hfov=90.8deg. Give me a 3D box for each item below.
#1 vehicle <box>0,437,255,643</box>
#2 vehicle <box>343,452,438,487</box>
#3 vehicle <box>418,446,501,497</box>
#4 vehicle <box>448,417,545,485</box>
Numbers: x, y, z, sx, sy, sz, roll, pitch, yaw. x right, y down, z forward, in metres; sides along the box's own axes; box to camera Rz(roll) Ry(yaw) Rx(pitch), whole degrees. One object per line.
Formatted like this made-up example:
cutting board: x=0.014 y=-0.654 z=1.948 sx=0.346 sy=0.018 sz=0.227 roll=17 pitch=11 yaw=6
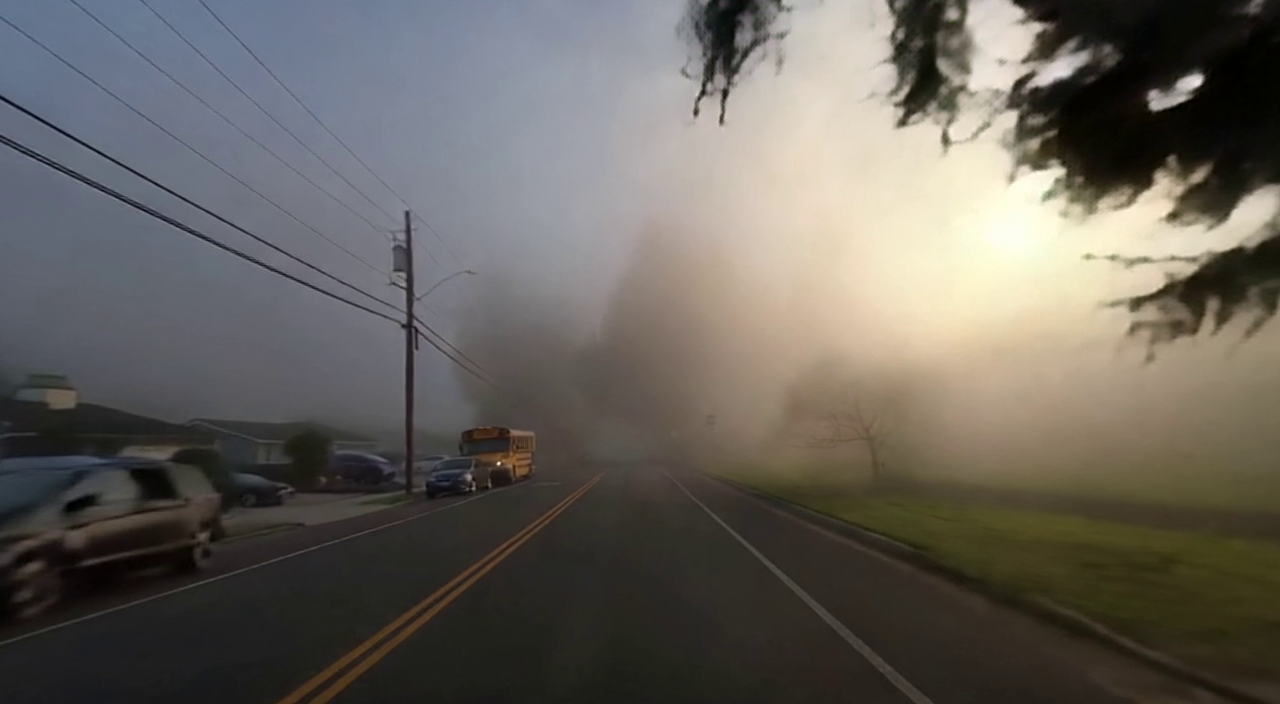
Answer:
vehicle: x=-6.636 y=1.857 z=6.856 sx=2.002 sy=1.790 sz=4.624 roll=0 pitch=-9 yaw=0
vehicle: x=-14.290 y=6.736 z=36.270 sx=4.767 sy=1.520 sz=1.940 roll=-7 pitch=-9 yaw=11
vehicle: x=-6.794 y=4.516 z=24.330 sx=2.023 sy=1.721 sz=4.418 roll=0 pitch=-9 yaw=-2
vehicle: x=-6.668 y=4.787 z=30.626 sx=2.835 sy=2.876 sz=7.091 roll=-1 pitch=-9 yaw=2
